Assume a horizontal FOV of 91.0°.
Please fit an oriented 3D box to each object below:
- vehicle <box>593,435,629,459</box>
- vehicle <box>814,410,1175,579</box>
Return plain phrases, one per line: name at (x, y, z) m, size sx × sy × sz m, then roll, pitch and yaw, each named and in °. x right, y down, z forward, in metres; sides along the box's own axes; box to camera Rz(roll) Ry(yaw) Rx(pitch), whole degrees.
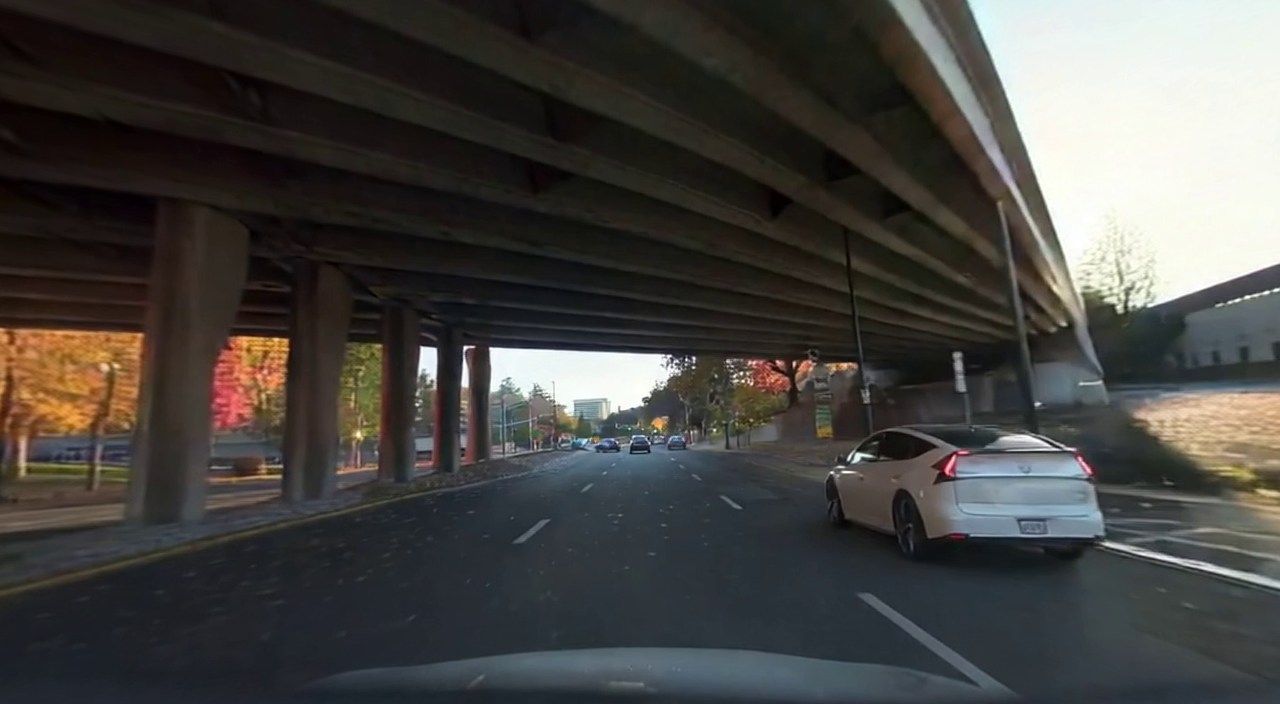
vehicle at (-1.969, 6.334, 41.805) m, size 2.055 × 1.484 × 4.143 m, roll 1°, pitch -9°, yaw -7°
vehicle at (3.887, 1.648, 8.083) m, size 2.063 × 1.542 × 4.420 m, roll 0°, pitch -9°, yaw 0°
